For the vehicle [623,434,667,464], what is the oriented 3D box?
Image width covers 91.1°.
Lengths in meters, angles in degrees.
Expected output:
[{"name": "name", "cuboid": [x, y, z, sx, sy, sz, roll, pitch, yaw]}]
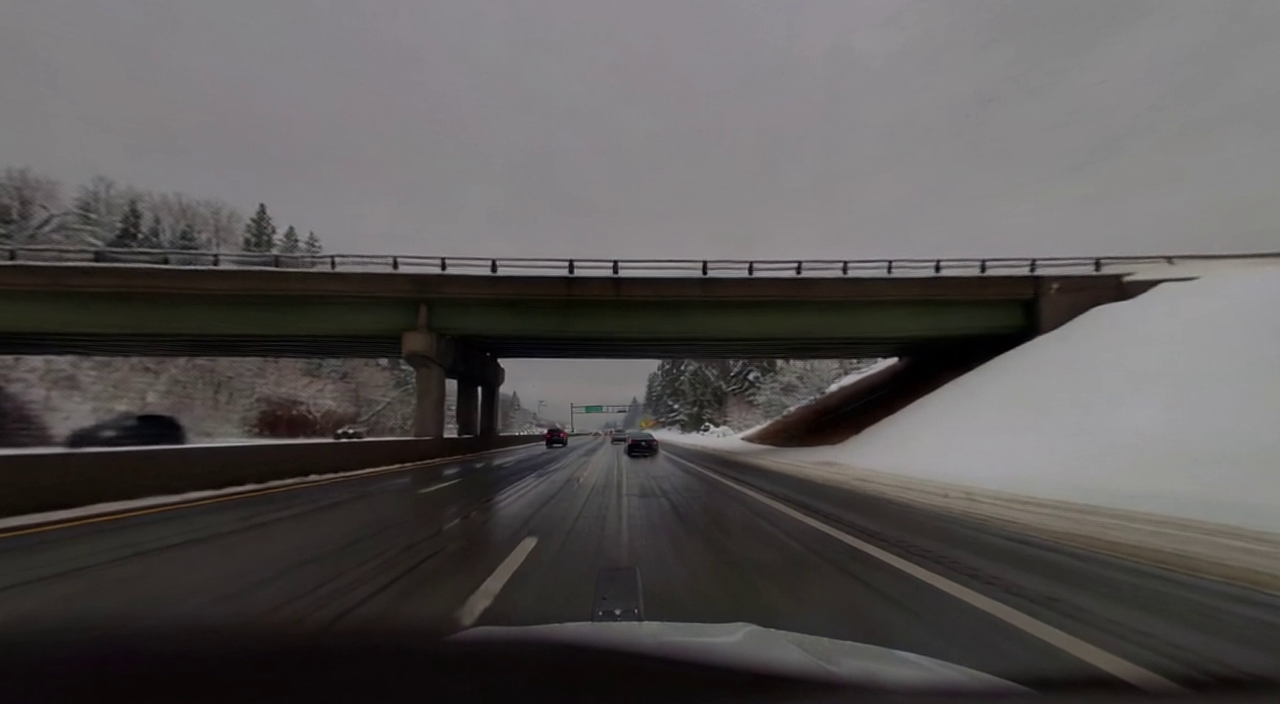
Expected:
[{"name": "vehicle", "cuboid": [0.184, 4.762, 31.041, 1.999, 1.329, 3.913, 1, -8, -2]}]

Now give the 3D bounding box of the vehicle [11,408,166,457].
[{"name": "vehicle", "cuboid": [-16.760, 2.497, 19.345, 1.622, 1.361, 3.497, 1, -8, -2]}]
